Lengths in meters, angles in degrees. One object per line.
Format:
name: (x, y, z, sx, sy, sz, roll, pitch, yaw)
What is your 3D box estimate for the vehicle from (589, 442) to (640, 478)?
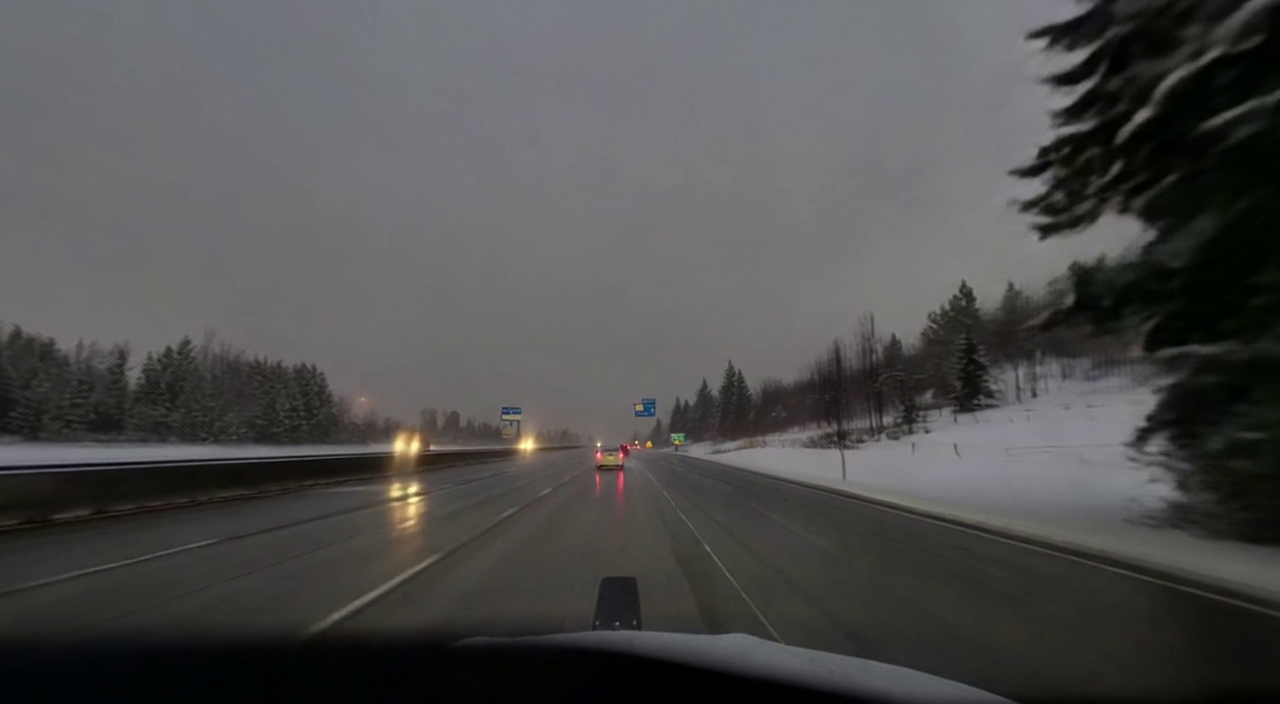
vehicle: (-1.112, 5.012, 29.195, 2.055, 1.509, 4.255, -1, -9, 2)
